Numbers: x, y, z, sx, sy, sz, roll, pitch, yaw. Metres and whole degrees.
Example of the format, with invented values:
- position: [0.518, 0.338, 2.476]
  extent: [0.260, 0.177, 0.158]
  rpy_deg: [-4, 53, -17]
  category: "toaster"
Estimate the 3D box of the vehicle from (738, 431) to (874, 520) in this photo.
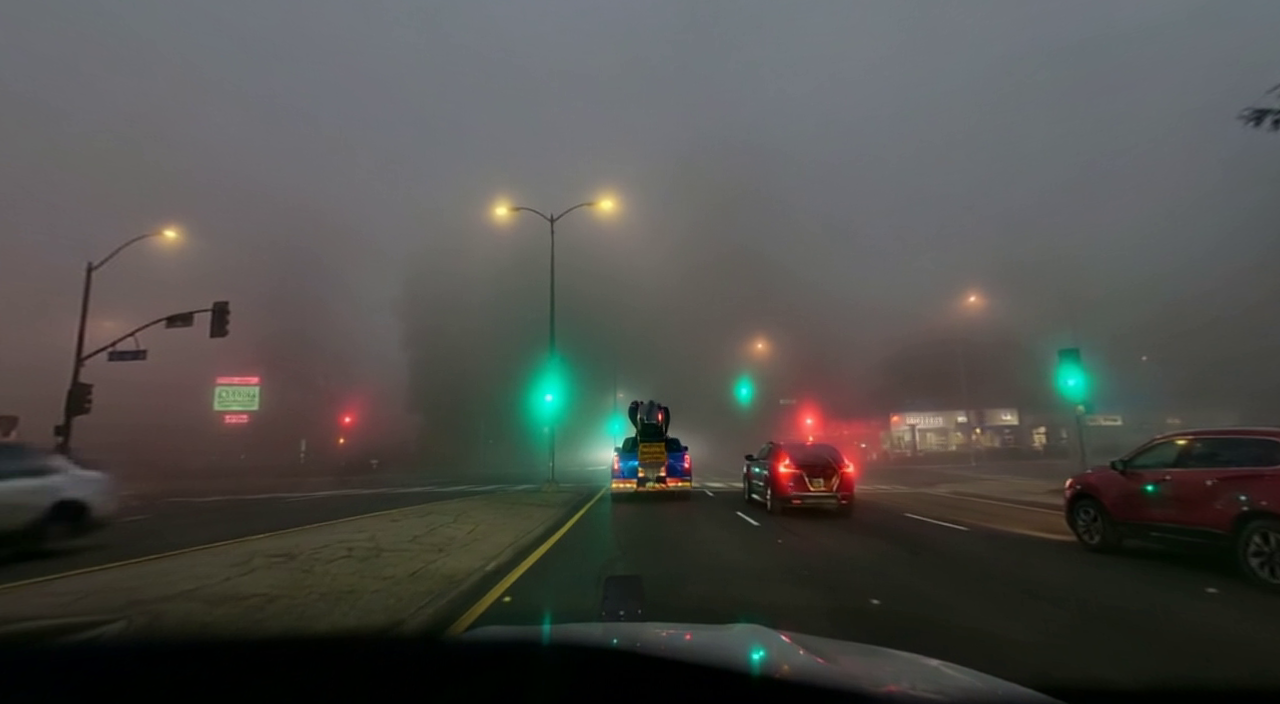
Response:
- position: [3.667, 2.798, 14.835]
  extent: [2.025, 1.754, 4.311]
  rpy_deg: [0, -8, 0]
  category: "vehicle"

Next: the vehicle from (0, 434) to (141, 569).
- position: [-8.476, 1.759, 7.392]
  extent: [1.889, 1.576, 4.044]
  rpy_deg: [0, -8, 0]
  category: "vehicle"

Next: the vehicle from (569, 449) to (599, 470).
- position: [-4.398, 8.461, 49.847]
  extent: [2.001, 1.518, 4.316]
  rpy_deg: [0, -8, -1]
  category: "vehicle"

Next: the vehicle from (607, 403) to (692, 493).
- position: [0.287, 3.017, 20.025]
  extent: [2.370, 2.518, 3.858]
  rpy_deg: [-1, -8, 1]
  category: "vehicle"

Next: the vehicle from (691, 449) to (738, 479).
- position: [3.996, 6.084, 34.492]
  extent: [1.967, 1.515, 4.378]
  rpy_deg: [0, -8, -1]
  category: "vehicle"

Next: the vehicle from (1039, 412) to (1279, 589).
- position: [7.174, 1.637, 7.429]
  extent: [1.982, 1.698, 4.408]
  rpy_deg: [0, -8, 0]
  category: "vehicle"
